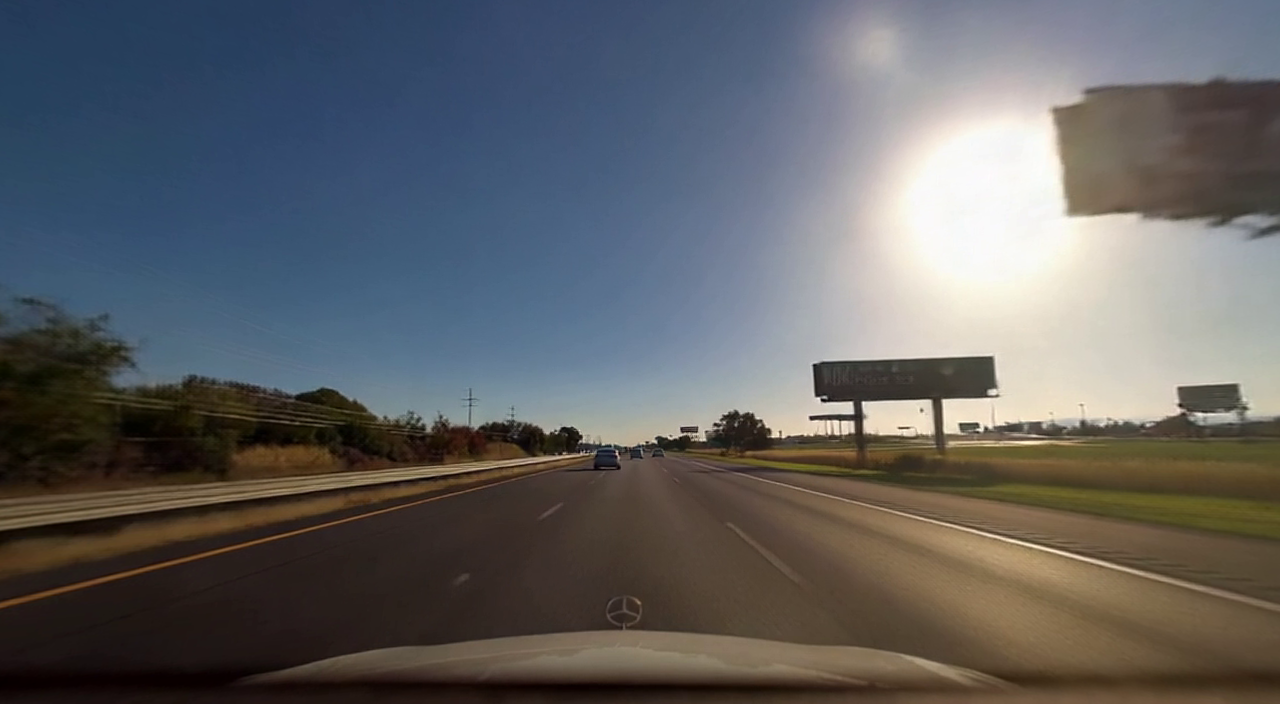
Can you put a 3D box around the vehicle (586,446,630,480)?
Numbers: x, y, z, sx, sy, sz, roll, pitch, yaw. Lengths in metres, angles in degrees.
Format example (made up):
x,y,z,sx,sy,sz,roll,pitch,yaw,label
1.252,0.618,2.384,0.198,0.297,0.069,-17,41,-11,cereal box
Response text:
x,y,z,sx,sy,sz,roll,pitch,yaw,label
-1.476,5.373,30.603,1.916,1.494,4.335,0,-9,0,vehicle
